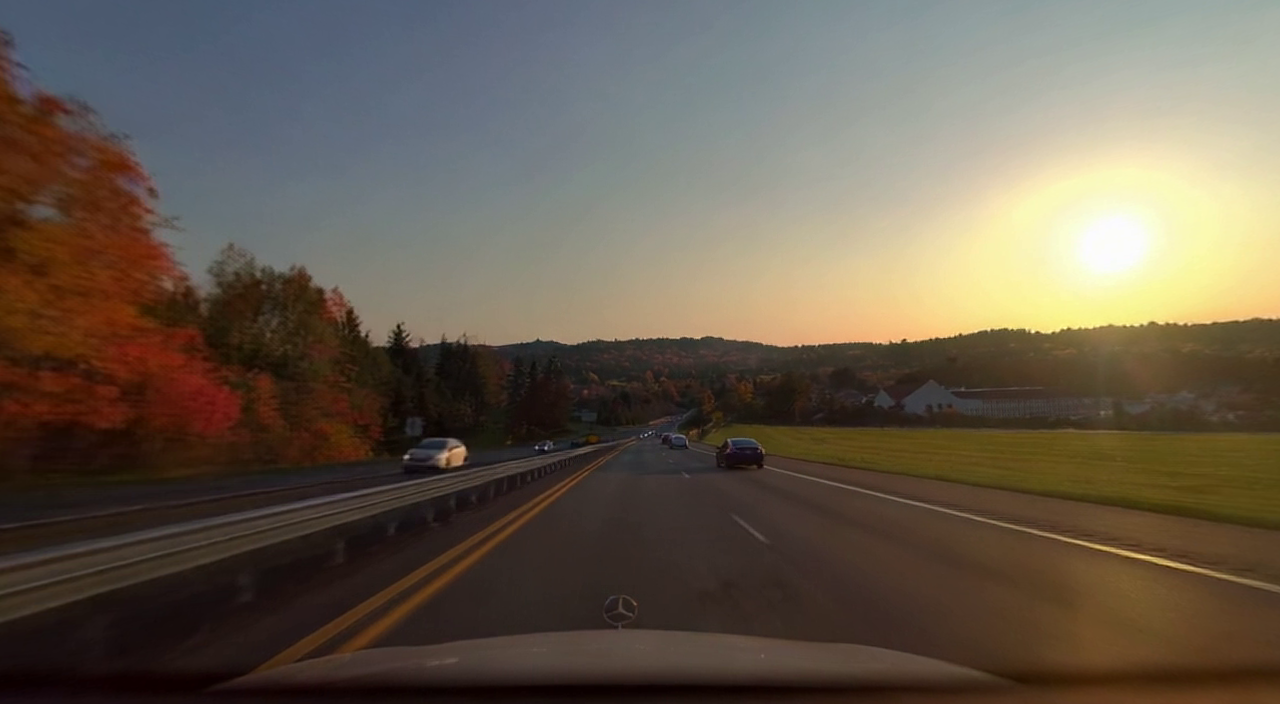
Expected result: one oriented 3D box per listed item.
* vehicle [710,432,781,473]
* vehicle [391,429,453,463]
[{"bbox_3d":[4.155,4.019,25.410,2.024,1.516,4.197,0,-8,-1],"label":"vehicle"},{"bbox_3d":[-13.202,5.709,38.324,2.025,1.874,4.956,0,-8,-1],"label":"vehicle"}]
